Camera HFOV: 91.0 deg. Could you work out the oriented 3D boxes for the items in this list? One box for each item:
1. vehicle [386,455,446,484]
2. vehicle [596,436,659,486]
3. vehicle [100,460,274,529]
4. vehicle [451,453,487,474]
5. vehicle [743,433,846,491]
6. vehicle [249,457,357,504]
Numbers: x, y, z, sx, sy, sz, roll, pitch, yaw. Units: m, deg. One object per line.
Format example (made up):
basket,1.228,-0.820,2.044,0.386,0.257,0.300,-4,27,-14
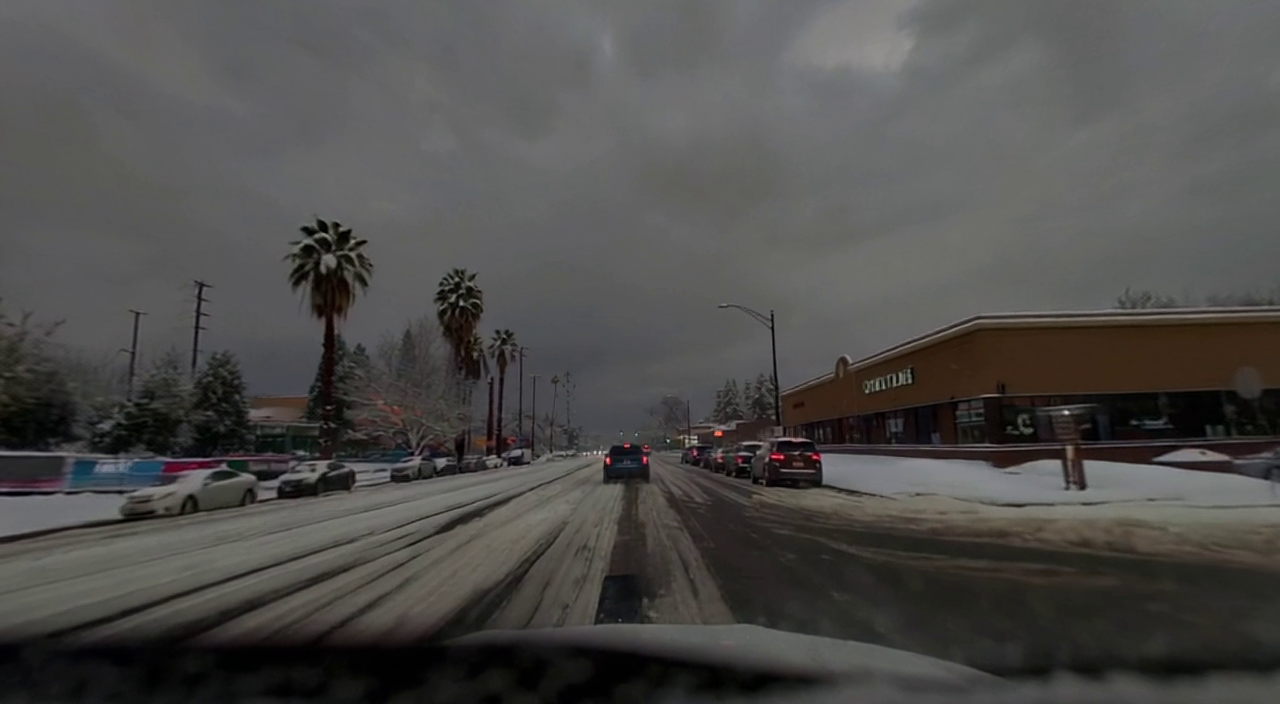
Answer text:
vehicle,-13.234,6.927,37.462,1.840,1.521,4.450,0,-8,1
vehicle,-0.429,4.198,24.497,2.239,1.763,4.096,0,-8,0
vehicle,-13.132,4.101,18.672,1.881,1.484,4.565,-5,-8,-1
vehicle,-13.248,8.687,49.053,1.774,1.522,3.699,0,-8,0
vehicle,5.647,4.111,23.986,2.430,1.924,5.779,0,-8,0
vehicle,-13.331,5.064,25.242,1.968,1.472,4.345,-4,-9,0
